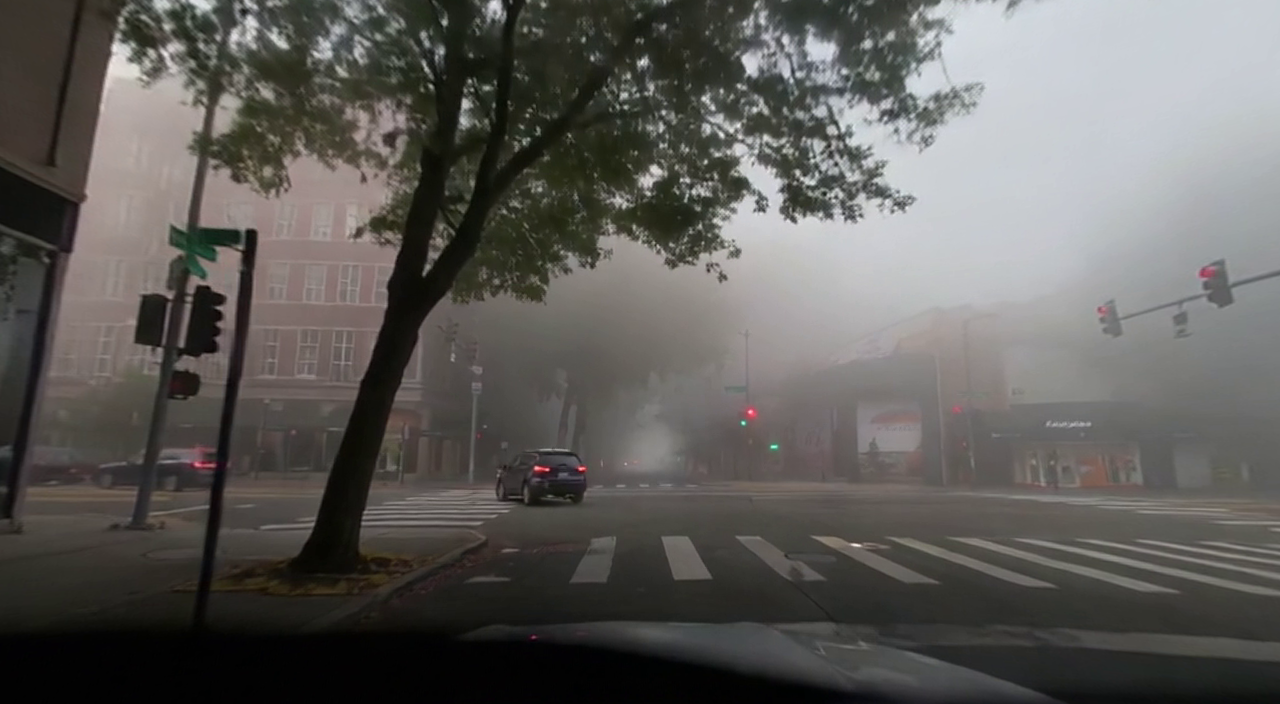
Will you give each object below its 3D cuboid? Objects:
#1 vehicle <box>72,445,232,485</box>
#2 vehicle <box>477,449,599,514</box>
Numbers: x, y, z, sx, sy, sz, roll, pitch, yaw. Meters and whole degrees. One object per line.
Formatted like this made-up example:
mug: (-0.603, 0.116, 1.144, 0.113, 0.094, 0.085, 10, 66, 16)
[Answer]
vehicle: (-18.844, 4.373, 24.555, 4.627, 1.468, 1.871, -1, -9, 0)
vehicle: (-2.924, 3.402, 17.189, 2.106, 1.482, 4.459, 4, -10, -25)
